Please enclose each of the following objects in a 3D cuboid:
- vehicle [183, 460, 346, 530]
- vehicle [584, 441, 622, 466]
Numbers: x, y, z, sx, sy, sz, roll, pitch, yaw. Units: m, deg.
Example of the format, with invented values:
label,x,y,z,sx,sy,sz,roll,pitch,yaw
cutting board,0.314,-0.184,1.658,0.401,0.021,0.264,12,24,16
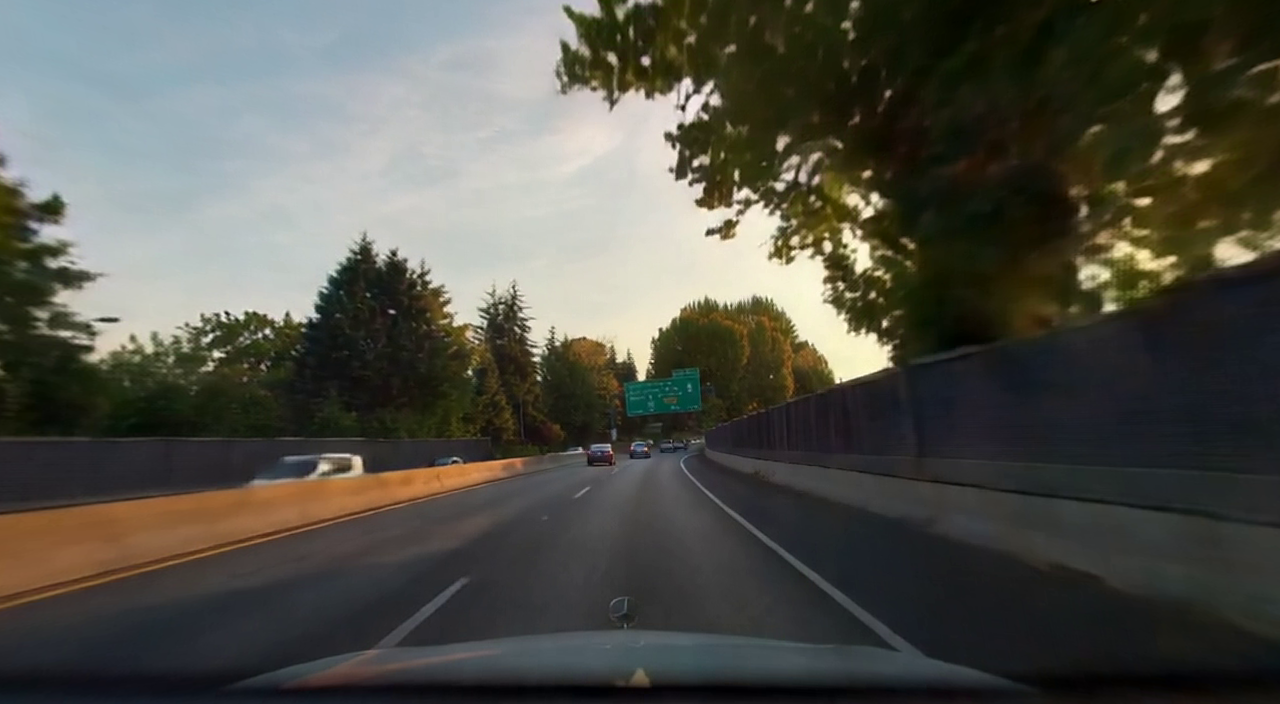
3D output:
label,x,y,z,sx,sy,sz,roll,pitch,yaw
vehicle,-10.596,4.025,18.234,1.931,1.645,4.338,0,-8,1
vehicle,-2.362,6.620,41.177,1.985,1.518,3.847,-1,-8,4
